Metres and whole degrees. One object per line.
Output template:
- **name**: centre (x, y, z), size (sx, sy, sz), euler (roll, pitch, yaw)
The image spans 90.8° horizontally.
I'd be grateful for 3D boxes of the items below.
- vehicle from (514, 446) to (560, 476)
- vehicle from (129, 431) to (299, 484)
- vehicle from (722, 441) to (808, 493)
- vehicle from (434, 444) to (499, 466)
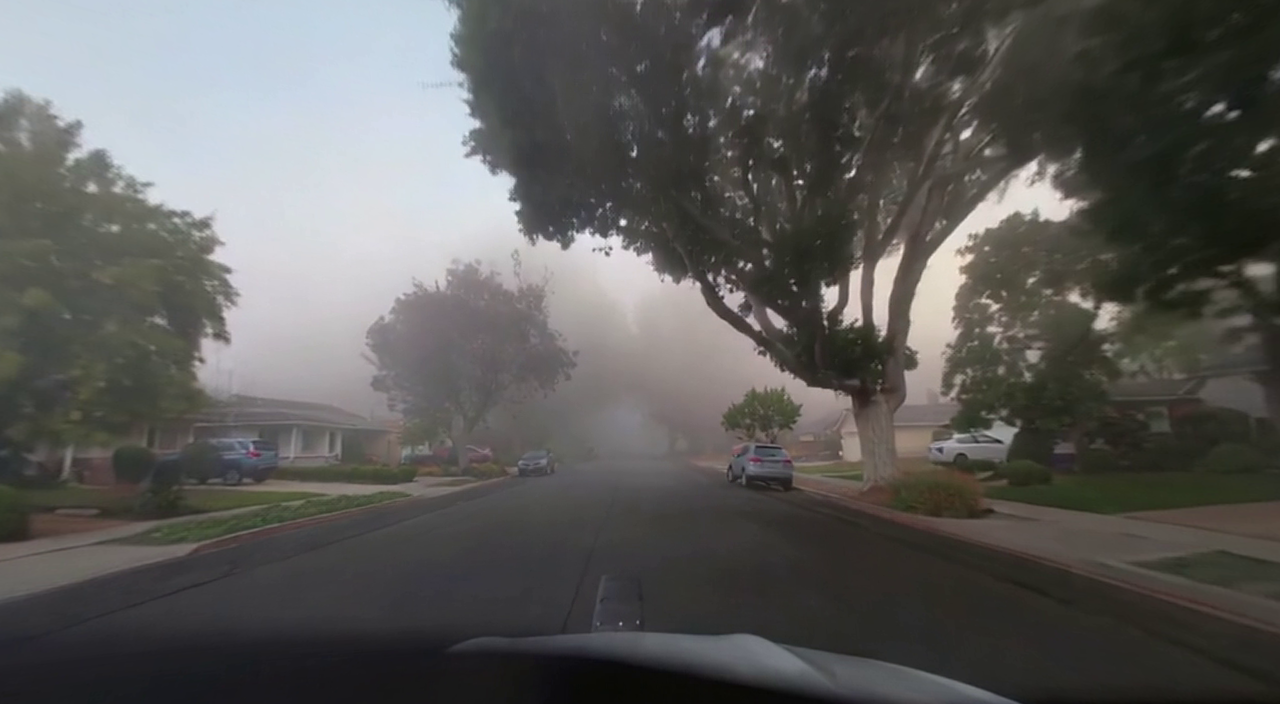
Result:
- **vehicle**: centre (-5.909, 6.288, 36.794), size (1.944, 1.621, 4.187), euler (-1, -9, 1)
- **vehicle**: centre (-15.202, 3.781, 22.800), size (4.530, 1.777, 2.107), euler (0, -8, -2)
- **vehicle**: centre (4.135, 3.860, 21.677), size (1.996, 1.585, 4.371), euler (0, -8, -1)
- **vehicle**: centre (-12.522, 7.452, 45.817), size (4.135, 1.567, 1.944), euler (0, -8, 2)
